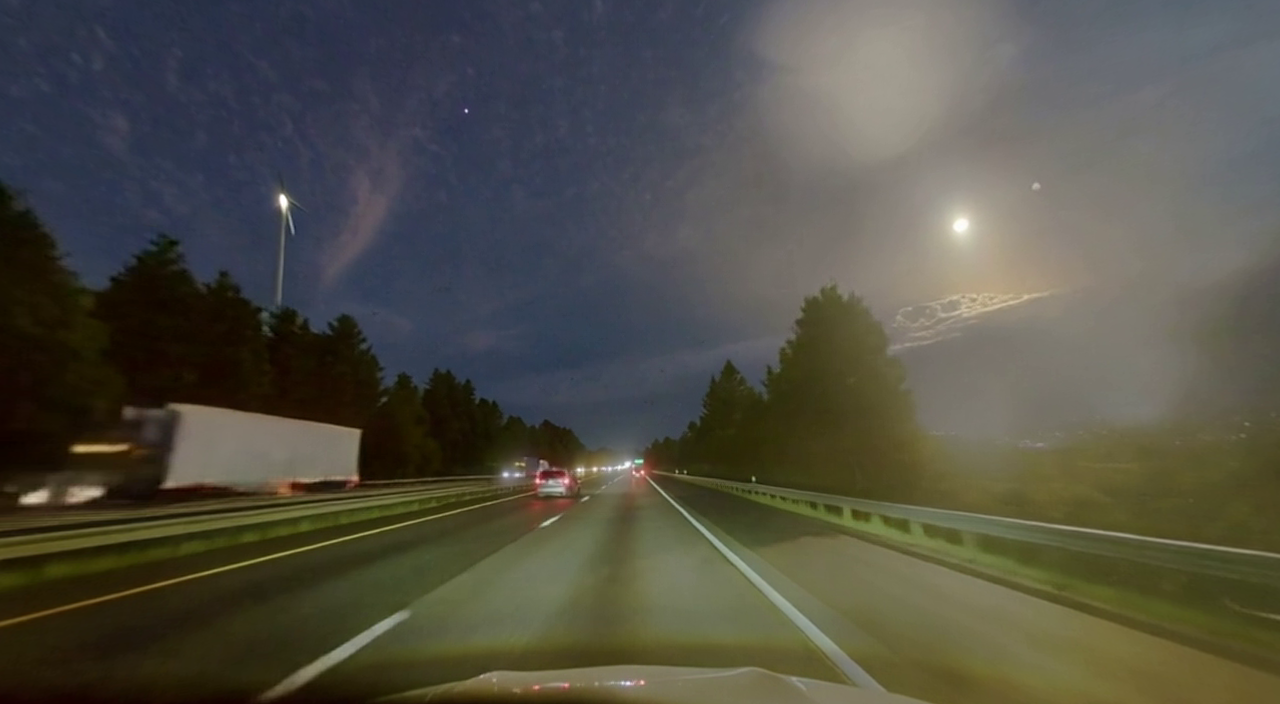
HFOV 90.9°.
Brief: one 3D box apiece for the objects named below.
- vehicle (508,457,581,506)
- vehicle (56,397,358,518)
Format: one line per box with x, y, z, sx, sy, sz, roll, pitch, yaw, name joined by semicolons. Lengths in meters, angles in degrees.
-3.667;5.106;25.064;2.124;1.705;4.440;1;-11;1;vehicle
-16.123;4.426;25.809;2.973;3.602;13.198;1;-11;0;vehicle
